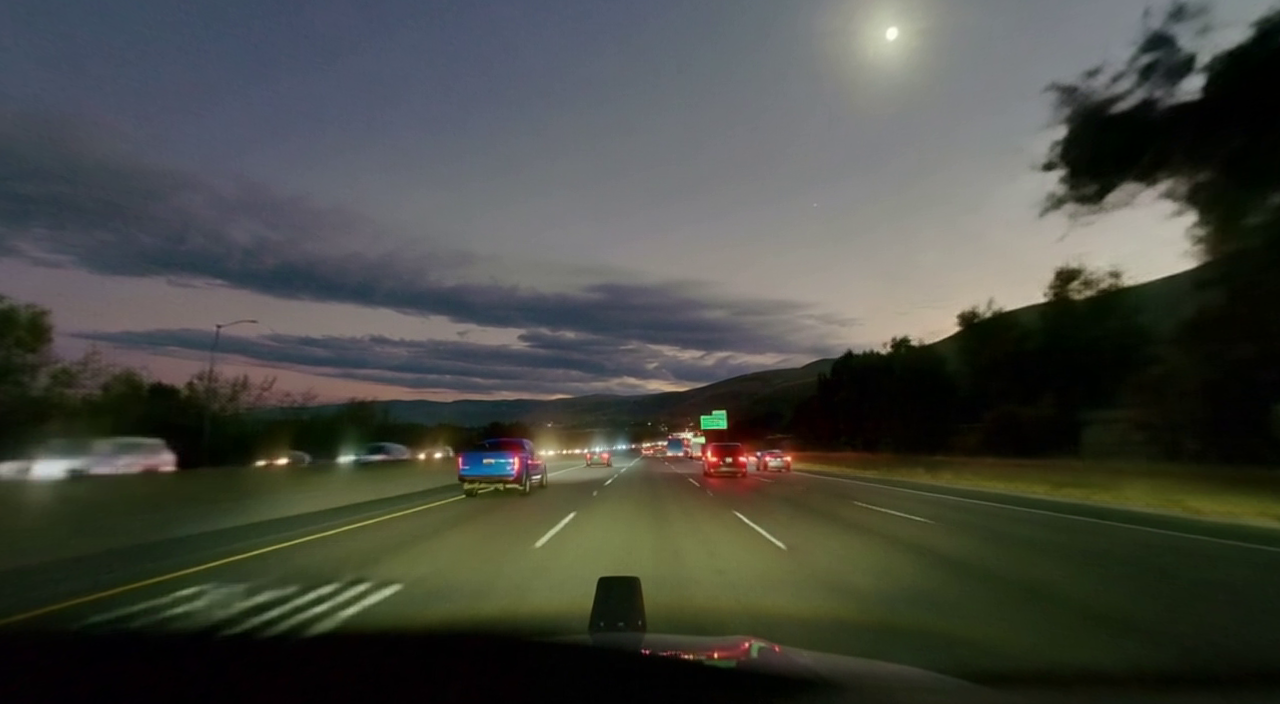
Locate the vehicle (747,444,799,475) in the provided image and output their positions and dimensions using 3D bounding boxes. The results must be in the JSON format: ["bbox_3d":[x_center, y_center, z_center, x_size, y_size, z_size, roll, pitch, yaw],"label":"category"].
[{"bbox_3d":[7.989,6.471,38.244,2.104,1.724,4.701,0,-8,0],"label":"vehicle"}]

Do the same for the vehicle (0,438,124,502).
[{"bbox_3d":[-17.134,3.192,17.396,1.963,1.590,4.486,0,-8,1],"label":"vehicle"}]

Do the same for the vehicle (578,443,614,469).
[{"bbox_3d":[-3.187,7.611,46.534,2.235,1.785,4.386,0,-8,1],"label":"vehicle"}]

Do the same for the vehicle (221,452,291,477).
[{"bbox_3d":[-25.155,7.353,41.542,1.769,1.450,4.479,0,-8,1],"label":"vehicle"}]

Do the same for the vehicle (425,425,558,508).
[{"bbox_3d":[-3.708,2.968,16.906,2.227,1.853,5.161,0,-8,1],"label":"vehicle"}]

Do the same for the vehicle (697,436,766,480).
[{"bbox_3d":[4.329,5.109,30.805,2.424,1.952,5.611,0,-8,-1],"label":"vehicle"}]

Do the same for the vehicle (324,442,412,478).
[{"bbox_3d":[-13.054,5.185,30.684,2.126,1.607,4.817,0,-8,0],"label":"vehicle"}]
